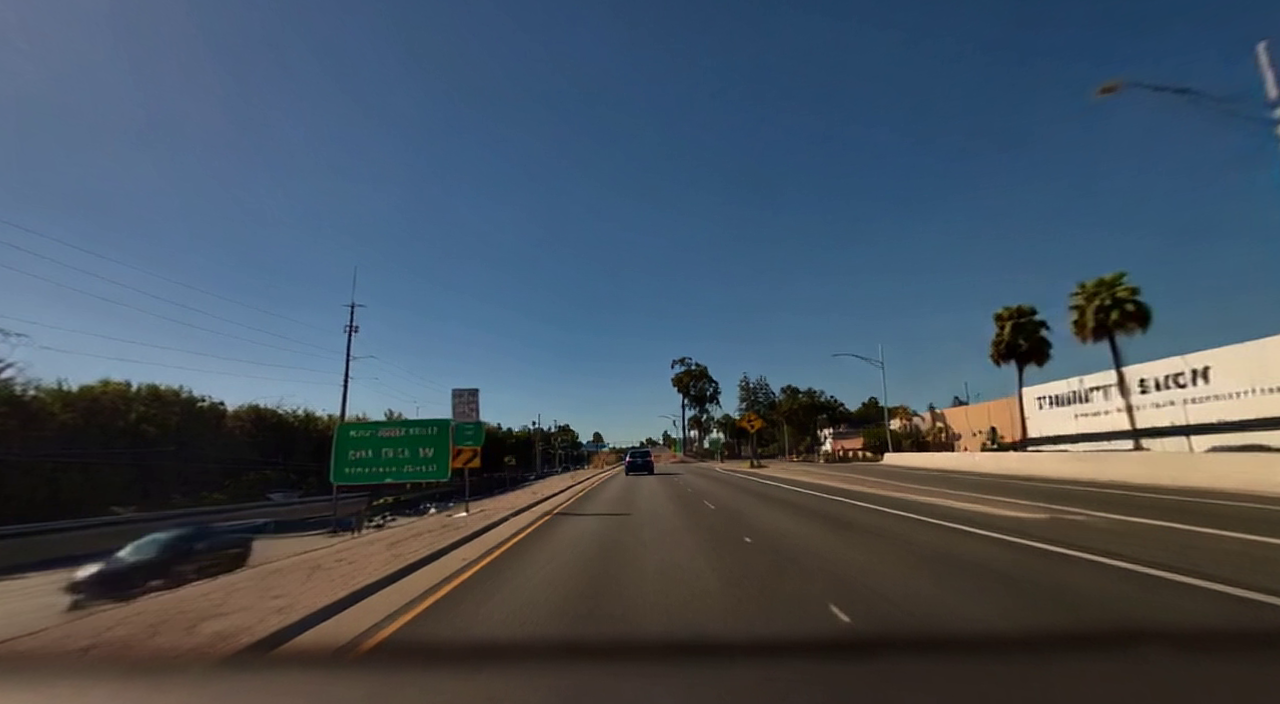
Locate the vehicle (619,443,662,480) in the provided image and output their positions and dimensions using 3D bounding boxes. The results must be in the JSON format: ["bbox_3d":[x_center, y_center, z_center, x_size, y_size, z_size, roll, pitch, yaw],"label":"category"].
[{"bbox_3d":[-0.023,5.562,32.248,2.089,1.718,4.193,0,-9,-1],"label":"vehicle"}]
